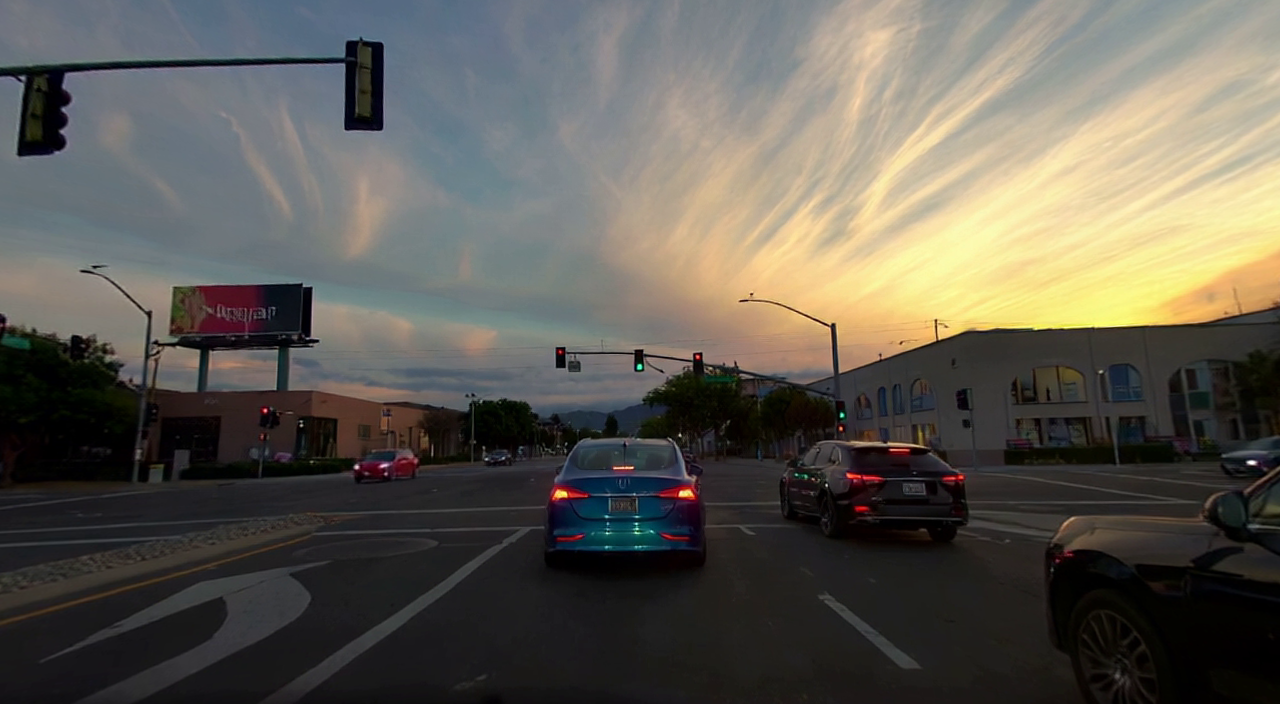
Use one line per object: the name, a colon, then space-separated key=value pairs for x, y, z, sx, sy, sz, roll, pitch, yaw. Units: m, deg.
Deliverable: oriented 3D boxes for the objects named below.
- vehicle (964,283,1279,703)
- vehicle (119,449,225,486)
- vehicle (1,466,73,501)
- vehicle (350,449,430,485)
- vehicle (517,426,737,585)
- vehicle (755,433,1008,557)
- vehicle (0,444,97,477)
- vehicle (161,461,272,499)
vehicle: x=3.007 y=0.630 z=1.589 sx=2.047 sy=1.785 sz=4.357 roll=0 pitch=-8 yaw=0
vehicle: x=-27.470 y=6.757 z=37.366 sx=2.300 sy=1.932 sz=5.056 roll=-1 pitch=-8 yaw=2
vehicle: x=-27.990 y=6.080 z=29.457 sx=1.972 sy=1.433 sz=4.324 roll=8 pitch=-12 yaw=-39
vehicle: x=-11.638 y=5.349 z=29.799 sx=1.887 sy=1.516 sz=4.524 roll=0 pitch=-8 yaw=1
vehicle: x=-0.137 y=1.762 z=8.049 sx=2.095 sy=1.502 sz=3.873 roll=0 pitch=-8 yaw=0
vehicle: x=3.222 y=1.998 z=9.609 sx=2.009 sy=1.414 sz=4.416 roll=0 pitch=-8 yaw=-2
vehicle: x=-35.731 y=6.440 z=37.534 sx=2.145 sy=1.797 sz=5.198 roll=-1 pitch=-9 yaw=1
vehicle: x=-19.067 y=5.764 z=28.707 sx=1.942 sy=1.453 sz=4.448 roll=0 pitch=-9 yaw=0
